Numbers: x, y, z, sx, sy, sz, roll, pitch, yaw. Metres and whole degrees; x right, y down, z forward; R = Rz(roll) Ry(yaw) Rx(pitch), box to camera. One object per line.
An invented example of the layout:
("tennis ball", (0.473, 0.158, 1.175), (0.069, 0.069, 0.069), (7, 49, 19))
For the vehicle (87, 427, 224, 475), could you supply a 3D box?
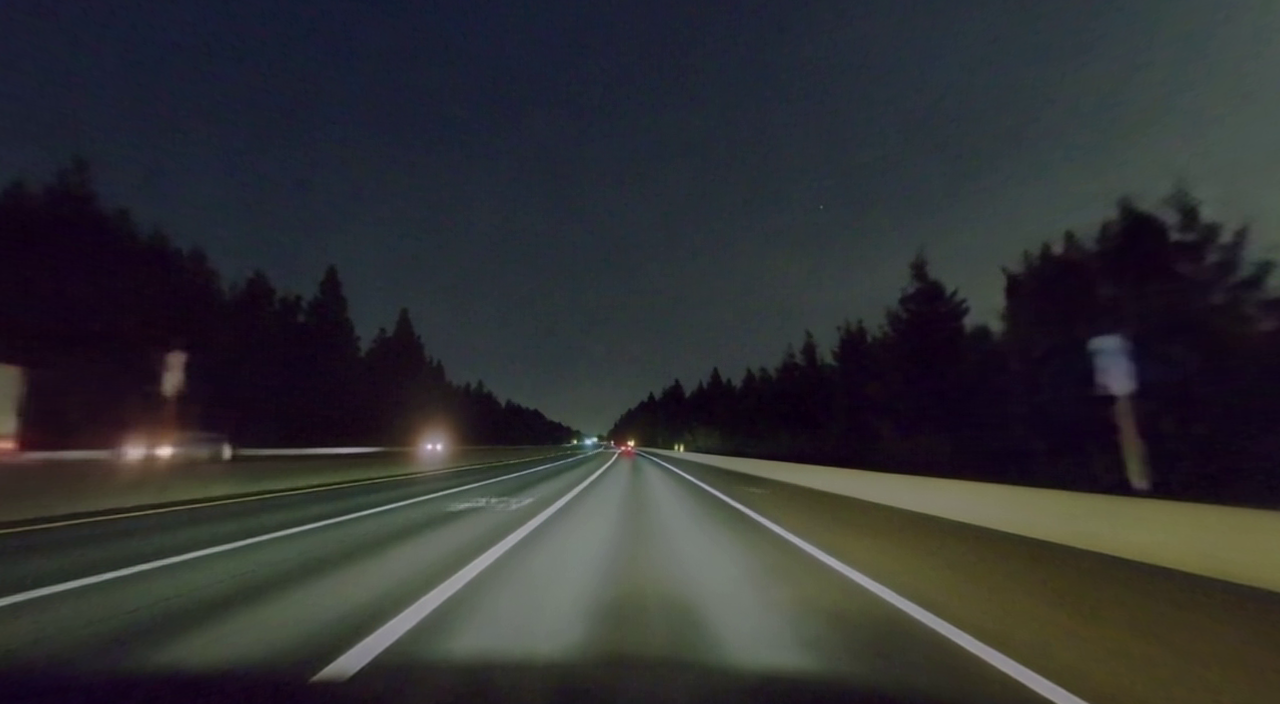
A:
("vehicle", (-21.242, 4.372, 27.855), (2.056, 1.882, 4.990), (0, -9, 0))
